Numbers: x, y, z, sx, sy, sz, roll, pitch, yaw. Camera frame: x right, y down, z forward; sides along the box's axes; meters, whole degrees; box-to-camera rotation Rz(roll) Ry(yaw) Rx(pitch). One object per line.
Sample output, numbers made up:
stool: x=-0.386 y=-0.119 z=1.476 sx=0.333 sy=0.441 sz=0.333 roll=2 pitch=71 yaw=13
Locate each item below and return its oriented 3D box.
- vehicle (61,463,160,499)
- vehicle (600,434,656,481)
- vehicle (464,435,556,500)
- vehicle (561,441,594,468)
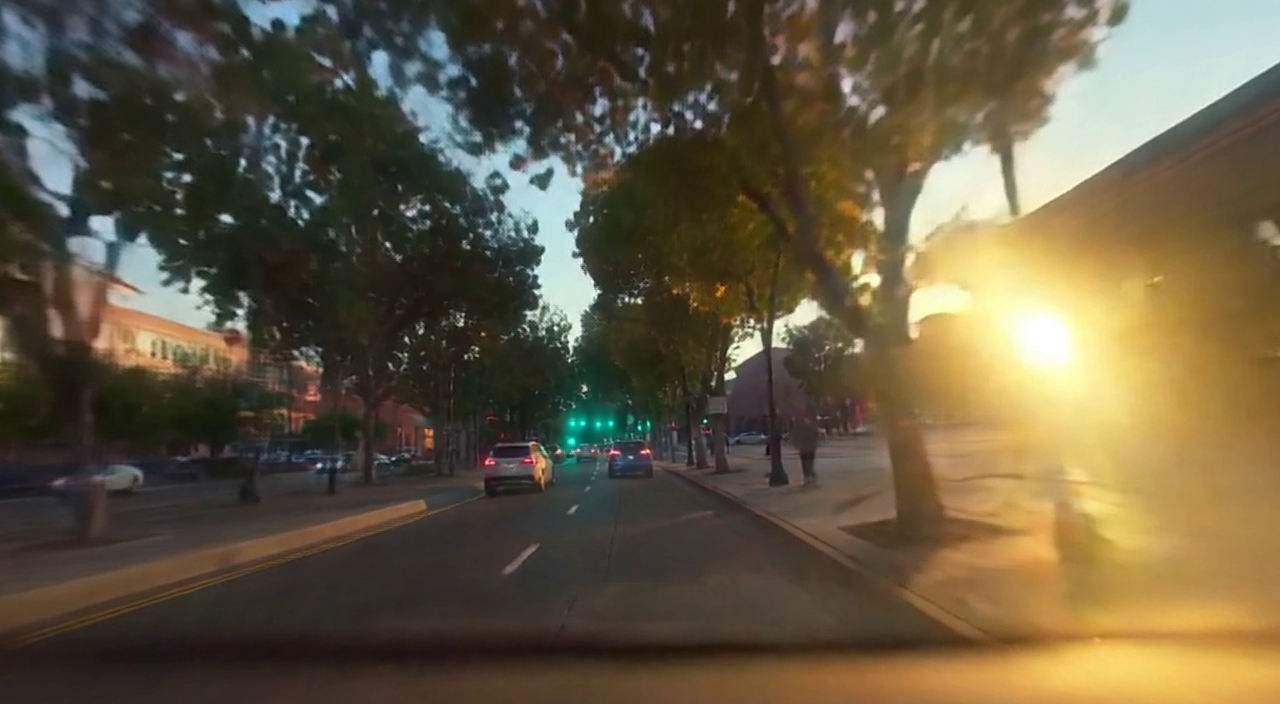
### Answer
vehicle: x=-35.052 y=8.502 z=41.992 sx=2.056 sy=2.046 sz=5.580 roll=0 pitch=-8 yaw=-4
vehicle: x=-0.531 y=4.271 z=25.768 sx=2.120 sy=1.758 sz=3.917 roll=0 pitch=-8 yaw=-2
vehicle: x=-3.730 y=3.361 z=18.754 sx=1.940 sy=1.722 sz=3.823 roll=0 pitch=-8 yaw=-1
vehicle: x=-4.472 y=7.396 z=45.765 sx=2.220 sy=1.847 sz=4.587 roll=0 pitch=-8 yaw=-3
